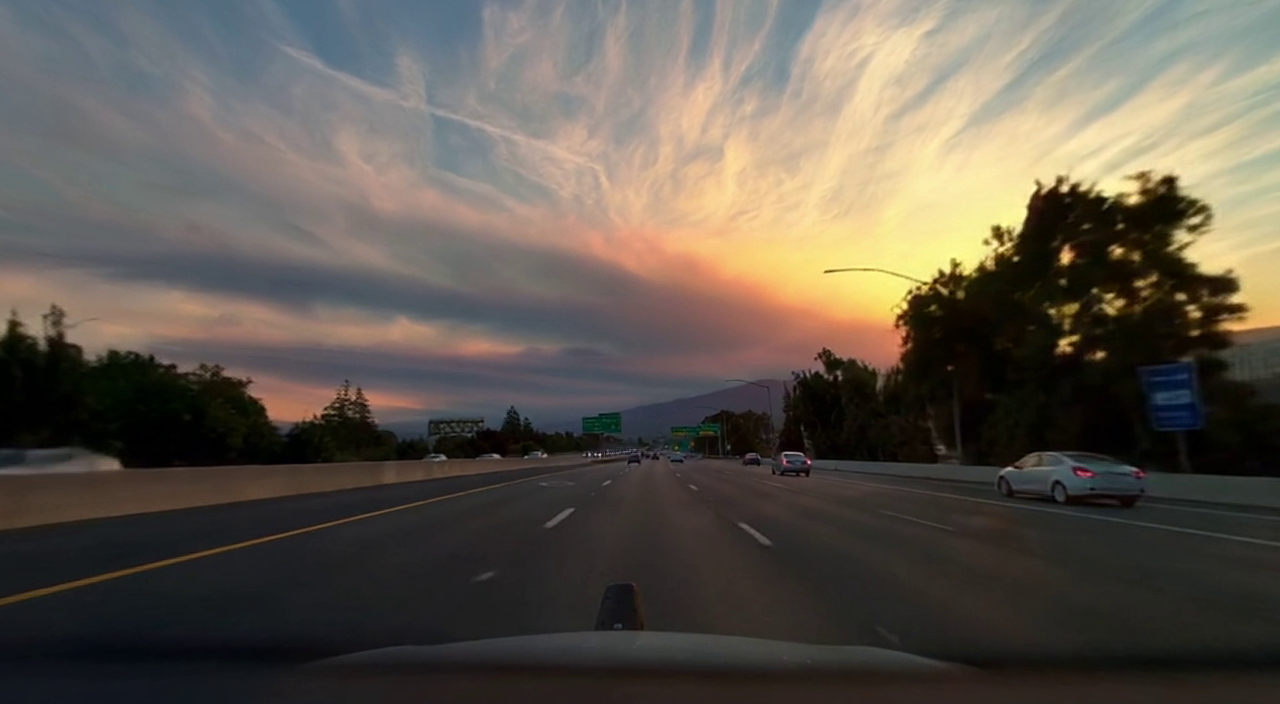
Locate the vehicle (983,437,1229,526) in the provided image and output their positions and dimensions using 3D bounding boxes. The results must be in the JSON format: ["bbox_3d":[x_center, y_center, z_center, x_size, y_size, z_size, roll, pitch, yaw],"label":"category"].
[{"bbox_3d":[9.944,2.762,14.095,2.090,1.643,4.513,0,-9,2],"label":"vehicle"}]

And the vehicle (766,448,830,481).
[{"bbox_3d":[7.703,5.507,31.281,1.861,1.500,4.860,0,-9,0],"label":"vehicle"}]
